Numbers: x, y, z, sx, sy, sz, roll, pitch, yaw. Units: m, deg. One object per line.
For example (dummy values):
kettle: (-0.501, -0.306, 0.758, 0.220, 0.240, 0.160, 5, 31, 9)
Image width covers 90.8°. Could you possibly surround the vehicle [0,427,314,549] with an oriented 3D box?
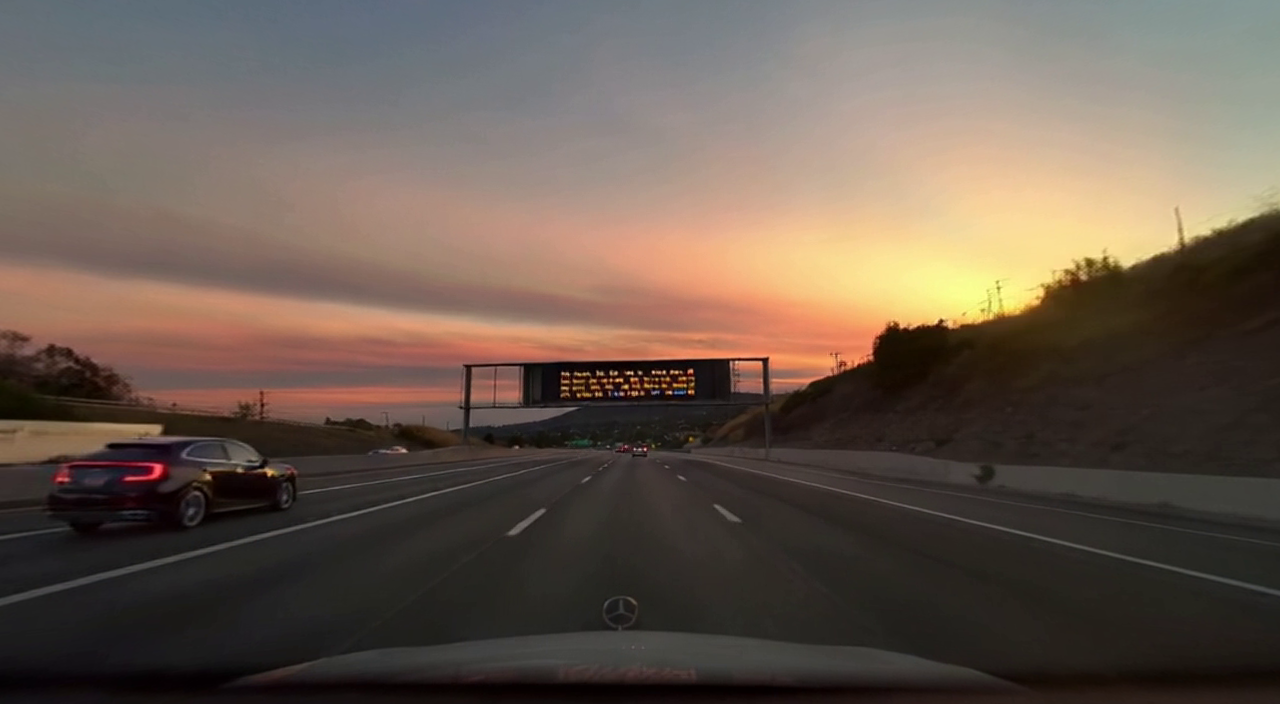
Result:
vehicle: (-7.771, 2.105, 10.573, 2.005, 1.545, 4.874, 0, -8, 0)
